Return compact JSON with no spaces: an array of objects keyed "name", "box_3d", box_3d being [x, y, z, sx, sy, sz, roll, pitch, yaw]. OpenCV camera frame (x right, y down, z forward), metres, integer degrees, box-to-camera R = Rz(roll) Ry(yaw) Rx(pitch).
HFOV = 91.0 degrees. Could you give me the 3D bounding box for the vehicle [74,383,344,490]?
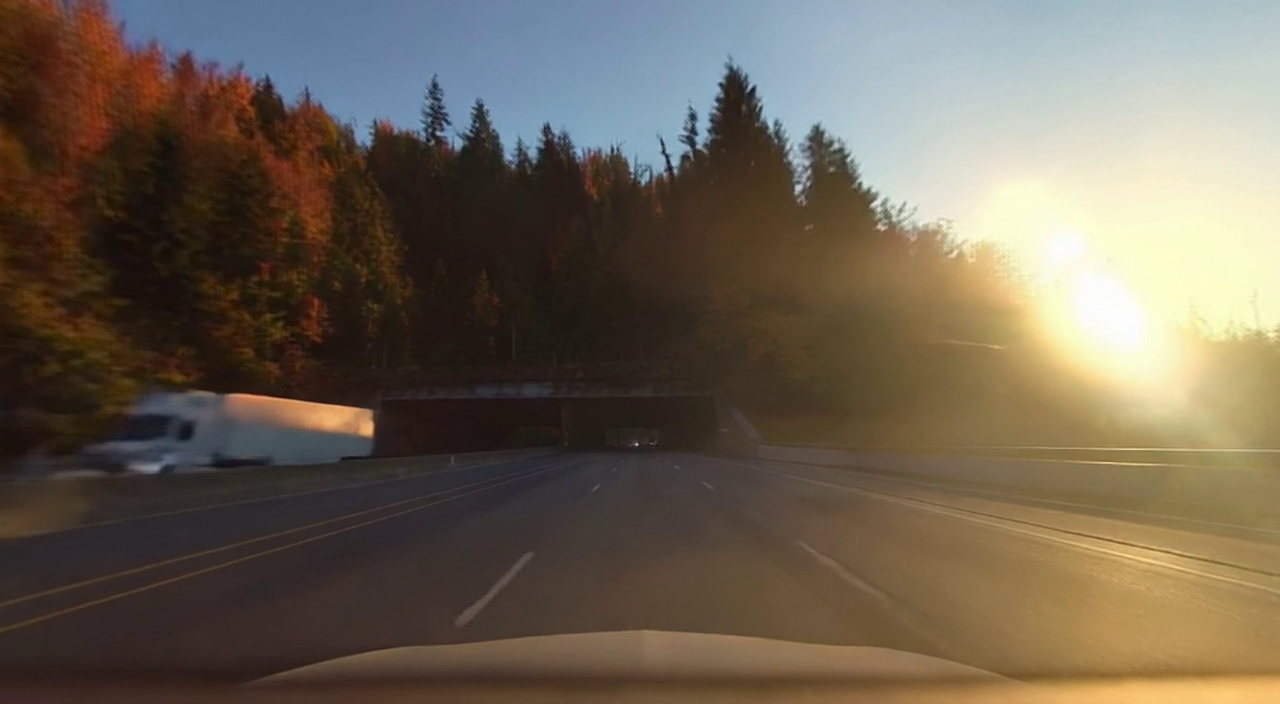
[{"name":"vehicle","box_3d":[-19.309,4.106,30.203,3.734,4.021,12.759,0,-8,1]}]
